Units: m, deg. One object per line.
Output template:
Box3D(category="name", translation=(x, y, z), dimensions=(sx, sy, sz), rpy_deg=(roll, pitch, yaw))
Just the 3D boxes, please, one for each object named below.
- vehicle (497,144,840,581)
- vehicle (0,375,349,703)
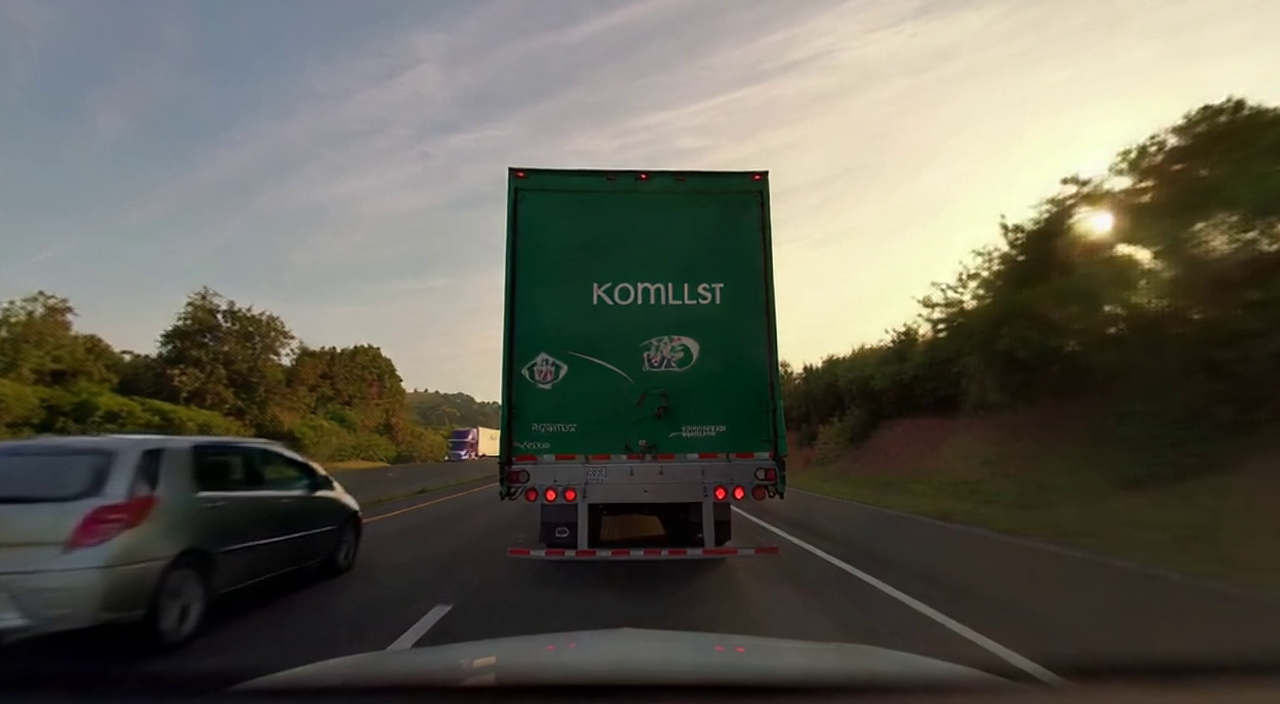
Box3D(category="vehicle", translation=(0.125, 1.113, 13.387), dimensions=(3.230, 4.377, 14.405), rpy_deg=(0, -9, -1))
Box3D(category="vehicle", translation=(-3.819, 1.084, 3.814), dimensions=(2.095, 1.600, 4.247), rpy_deg=(0, -9, -1))
